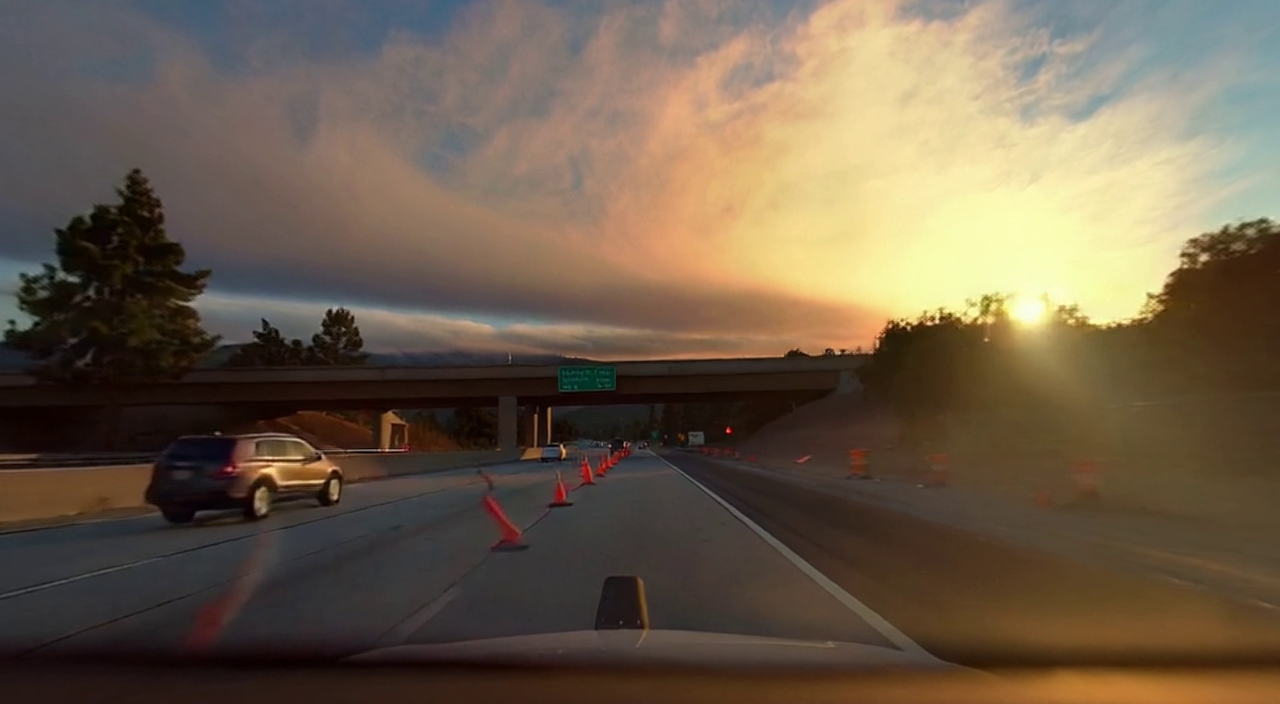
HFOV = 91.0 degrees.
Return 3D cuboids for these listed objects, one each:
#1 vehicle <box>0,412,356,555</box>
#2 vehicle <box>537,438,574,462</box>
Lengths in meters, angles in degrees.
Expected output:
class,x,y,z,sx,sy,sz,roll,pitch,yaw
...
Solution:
class,x,y,z,sx,sy,sz,roll,pitch,yaw
vehicle,-6.911,1.968,10.222,2.169,1.701,5.113,0,-8,1
vehicle,-6.485,7.544,48.591,2.103,1.775,4.966,0,-8,1
